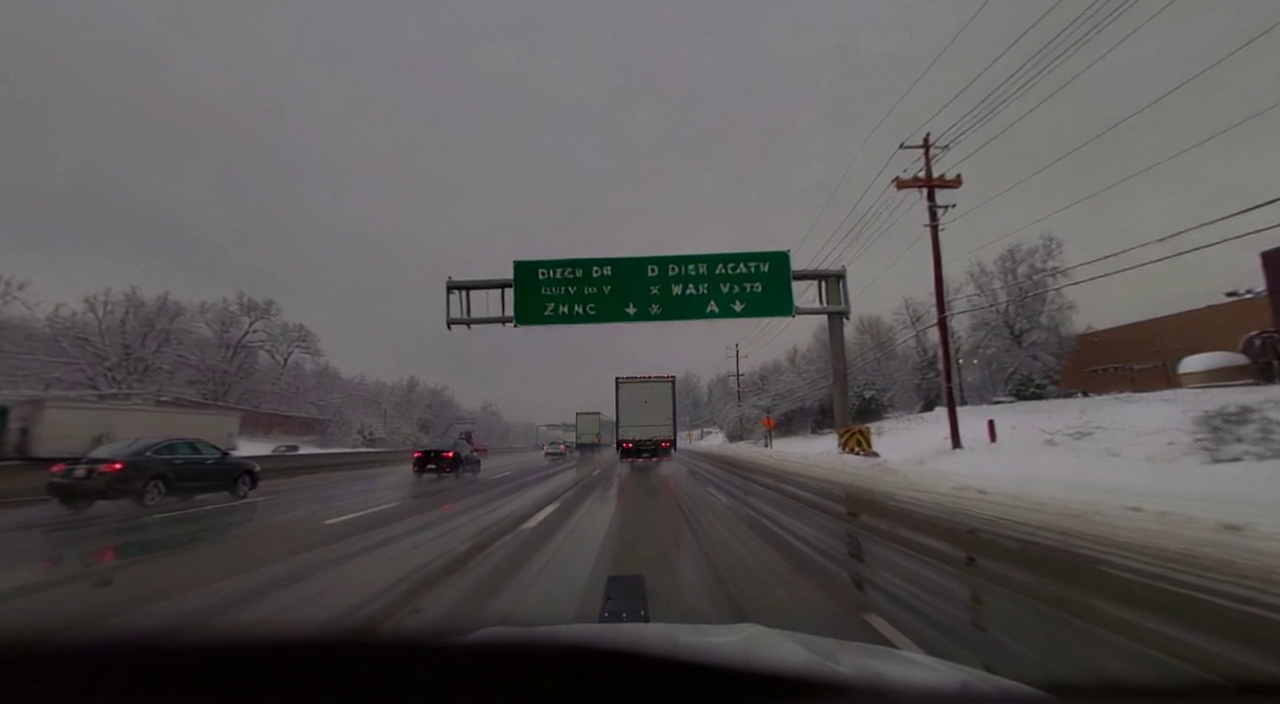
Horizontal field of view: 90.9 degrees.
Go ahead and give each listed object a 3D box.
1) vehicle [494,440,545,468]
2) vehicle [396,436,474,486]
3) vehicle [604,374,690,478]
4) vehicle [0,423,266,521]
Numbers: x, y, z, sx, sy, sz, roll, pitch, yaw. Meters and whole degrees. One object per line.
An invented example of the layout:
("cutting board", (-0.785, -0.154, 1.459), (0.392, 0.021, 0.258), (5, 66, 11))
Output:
("vehicle", (-6.666, 5.701, 35.290), (1.933, 1.459, 4.478), (0, -9, 0))
("vehicle", (-7.025, 3.756, 21.931), (1.736, 1.580, 2.778), (0, -9, 0))
("vehicle", (0.145, 3.291, 26.794), (2.941, 3.604, 9.851), (0, -9, -1))
("vehicle", (-10.900, 2.577, 14.068), (2.046, 1.779, 4.752), (0, -9, 2))
